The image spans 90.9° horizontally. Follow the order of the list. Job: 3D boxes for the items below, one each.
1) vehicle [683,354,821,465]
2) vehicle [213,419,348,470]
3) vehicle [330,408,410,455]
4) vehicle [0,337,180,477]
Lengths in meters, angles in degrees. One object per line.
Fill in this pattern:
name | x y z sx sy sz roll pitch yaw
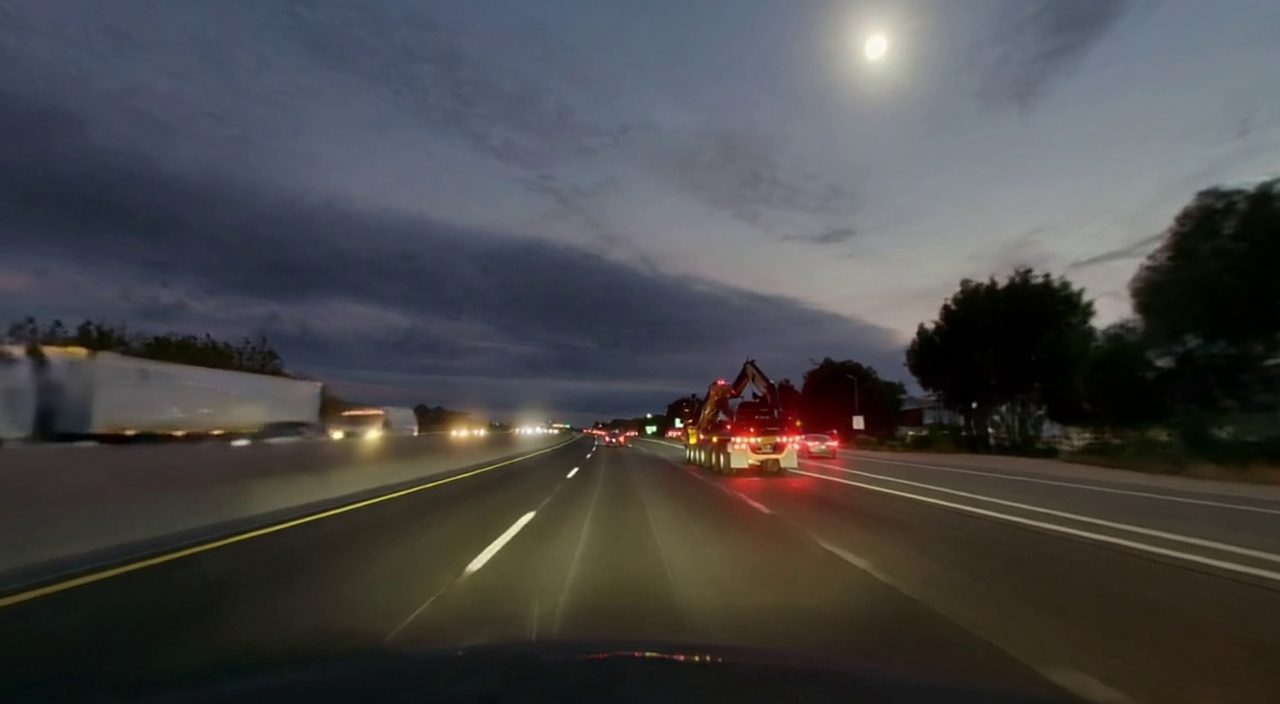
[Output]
vehicle | 3.510 2.185 22.176 2.833 3.180 8.004 1 -8 -4
vehicle | -12.014 3.132 21.493 2.000 1.546 4.563 0 -8 -2
vehicle | -15.691 4.679 37.030 2.254 2.533 5.803 0 -8 -2
vehicle | -18.987 1.711 18.781 3.022 3.791 10.271 0 -8 -2
